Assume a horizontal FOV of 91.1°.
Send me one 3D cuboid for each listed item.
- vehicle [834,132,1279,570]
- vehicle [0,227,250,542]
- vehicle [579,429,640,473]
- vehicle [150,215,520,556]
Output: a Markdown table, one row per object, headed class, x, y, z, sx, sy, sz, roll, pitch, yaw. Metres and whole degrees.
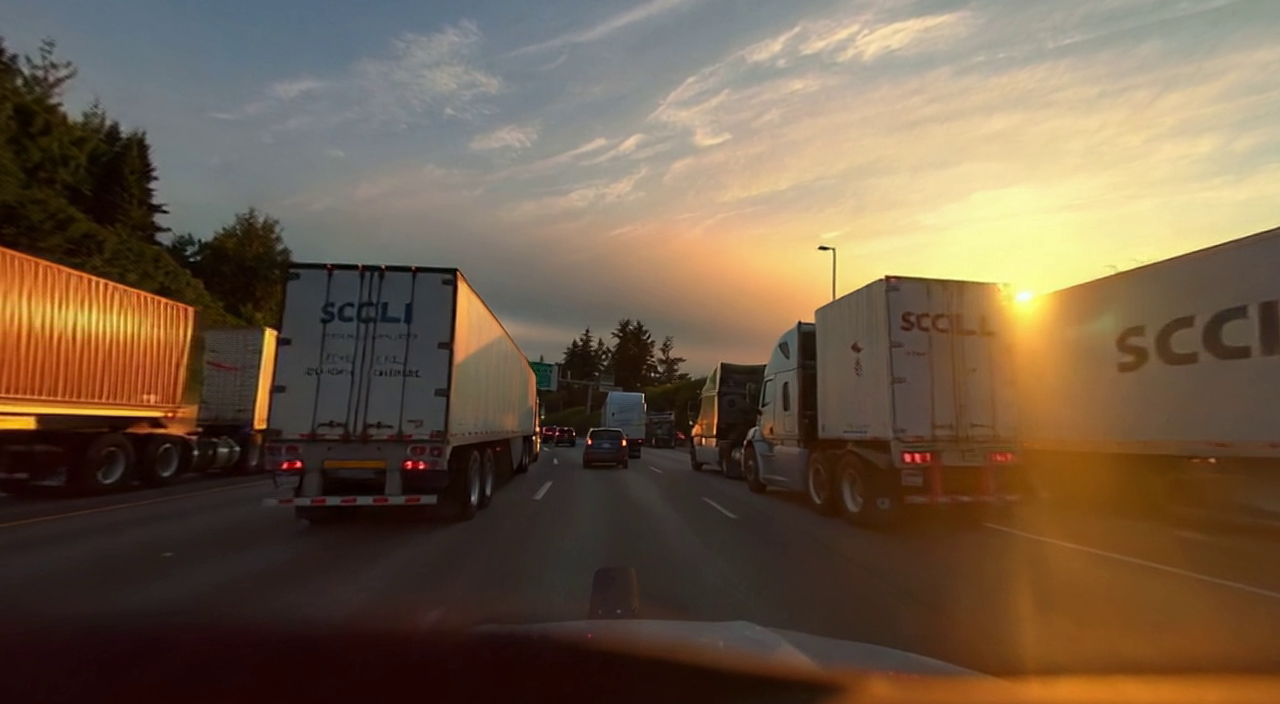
| class | x | y | z | sx | sy | sz | roll | pitch | yaw |
| --- | --- | --- | --- | --- | --- | --- | --- | --- | --- |
| vehicle | 7.698 | -0.084 | 5.551 | 2.820 | 4.084 | 13.786 | 3 | -8 | -24 |
| vehicle | -10.662 | 0.050 | 5.433 | 2.867 | 4.125 | 14.026 | -2 | -8 | 15 |
| vehicle | -1.286 | 3.795 | 24.431 | 2.060 | 1.540 | 4.374 | 1 | -8 | -7 |
| vehicle | -4.161 | 0.892 | 11.412 | 2.822 | 3.788 | 8.799 | 0 | -8 | -4 |
